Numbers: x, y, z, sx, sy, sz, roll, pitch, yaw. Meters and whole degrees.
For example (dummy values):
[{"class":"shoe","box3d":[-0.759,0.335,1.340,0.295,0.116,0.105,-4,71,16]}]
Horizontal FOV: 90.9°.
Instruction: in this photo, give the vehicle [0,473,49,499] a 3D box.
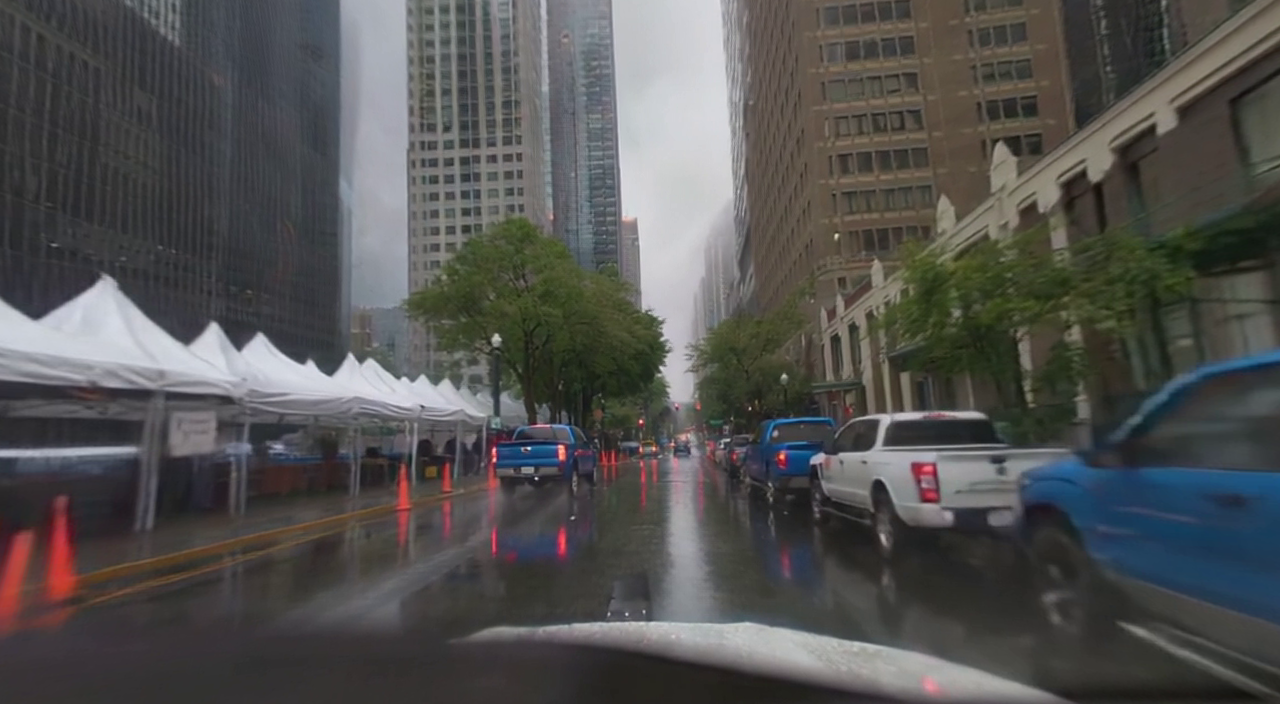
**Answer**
[{"class":"vehicle","box3d":[-48.301,10.252,48.123,1.974,1.675,4.652,0,-8,-3]}]

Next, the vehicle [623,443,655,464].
[{"class":"vehicle","box3d":[-0.001,7.405,46.233,1.895,1.489,4.328,-1,-8,6]}]

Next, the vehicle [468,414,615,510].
[{"class":"vehicle","box3d":[-2.152,2.678,15.873,2.452,1.954,5.653,-1,-8,4]}]

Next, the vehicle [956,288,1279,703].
[{"class":"vehicle","box3d":[3.489,0.704,2.417,2.073,1.887,4.825,0,-8,1]}]
